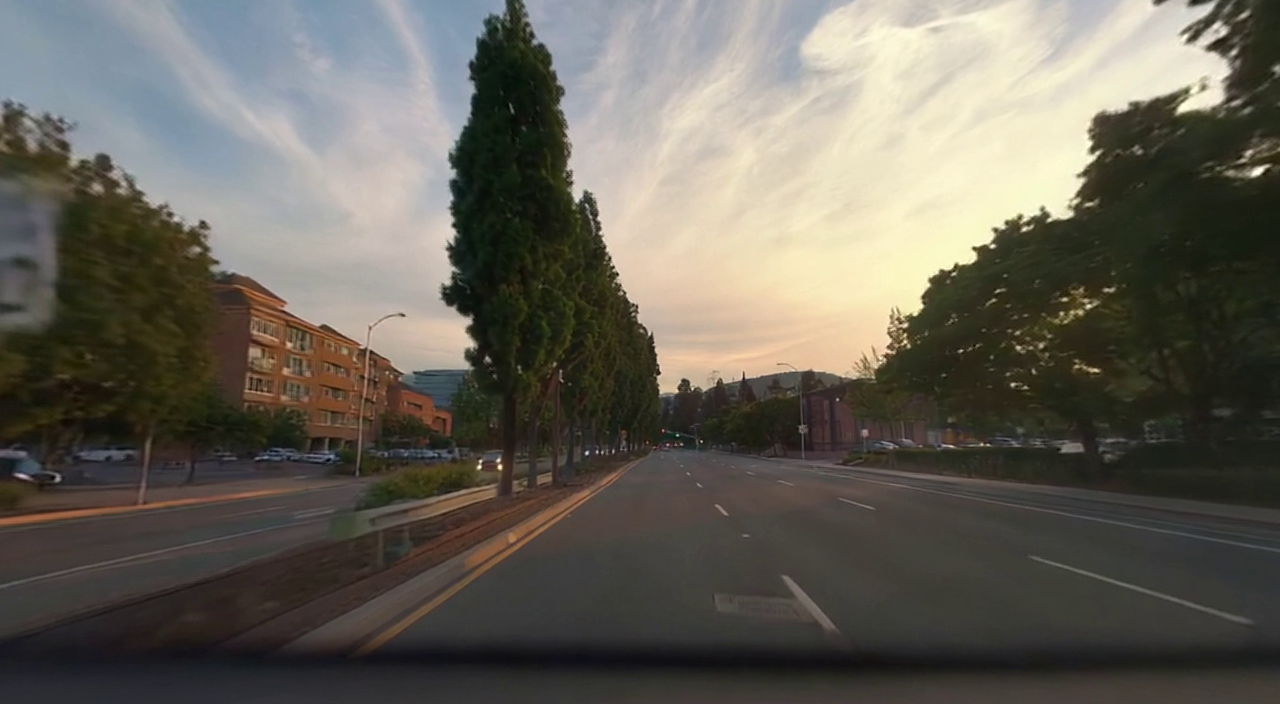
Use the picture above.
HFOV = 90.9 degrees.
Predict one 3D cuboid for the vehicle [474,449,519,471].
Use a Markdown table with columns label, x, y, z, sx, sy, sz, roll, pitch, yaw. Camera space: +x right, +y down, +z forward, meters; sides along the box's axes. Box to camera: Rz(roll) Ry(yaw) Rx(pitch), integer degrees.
| label | x | y | z | sx | sy | sz | roll | pitch | yaw |
| --- | --- | --- | --- | --- | --- | --- | --- | --- | --- |
| vehicle | -10.235 | 7.710 | 45.247 | 1.930 | 1.494 | 4.706 | -1 | -8 | 3 |
